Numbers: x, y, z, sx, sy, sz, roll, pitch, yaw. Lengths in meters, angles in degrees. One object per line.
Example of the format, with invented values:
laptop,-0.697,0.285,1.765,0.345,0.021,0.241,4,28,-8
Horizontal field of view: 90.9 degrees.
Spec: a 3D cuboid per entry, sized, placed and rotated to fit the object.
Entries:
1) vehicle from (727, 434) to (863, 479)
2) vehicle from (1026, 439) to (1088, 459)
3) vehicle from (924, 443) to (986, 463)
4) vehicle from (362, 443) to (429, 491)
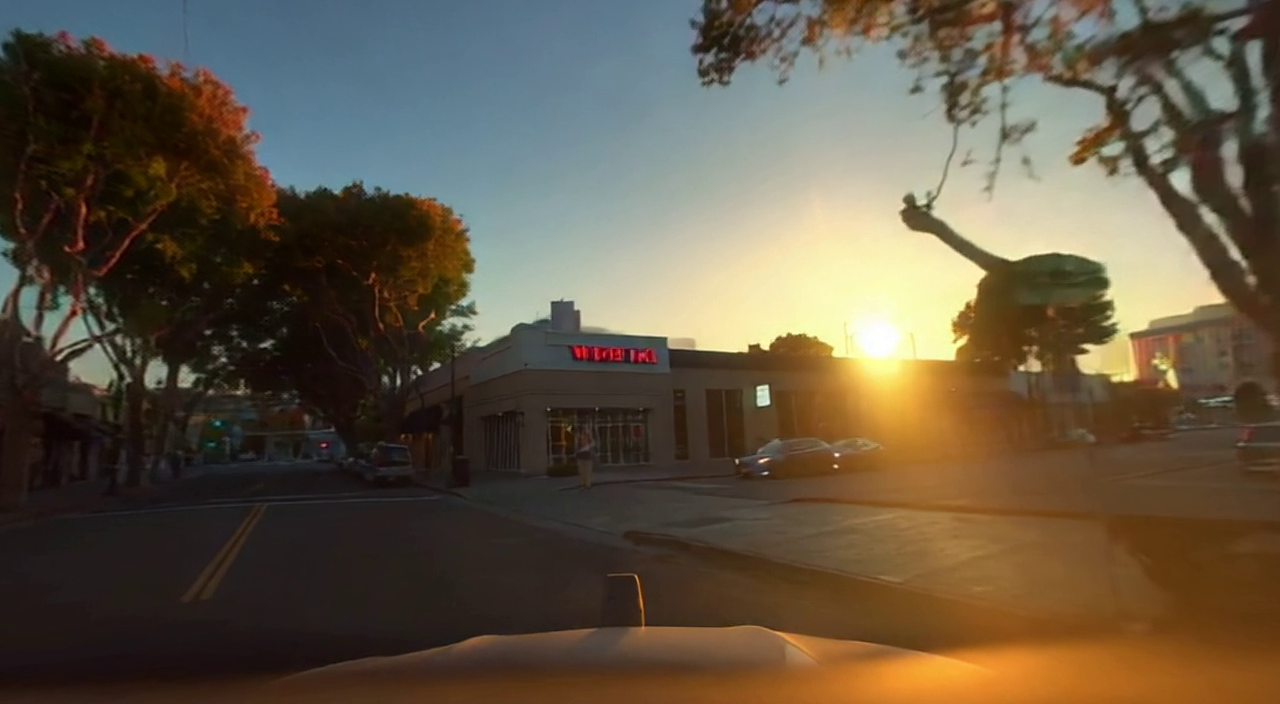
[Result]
vehicle,6.017,4.069,24.827,4.814,1.618,1.869,-6,-10,36
vehicle,32.501,7.586,49.256,1.866,1.486,4.145,0,-8,-4
vehicle,22.590,7.286,45.308,1.557,1.372,3.538,5,-11,-34
vehicle,-11.491,5.257,29.425,2.150,2.013,4.748,5,-10,-29
